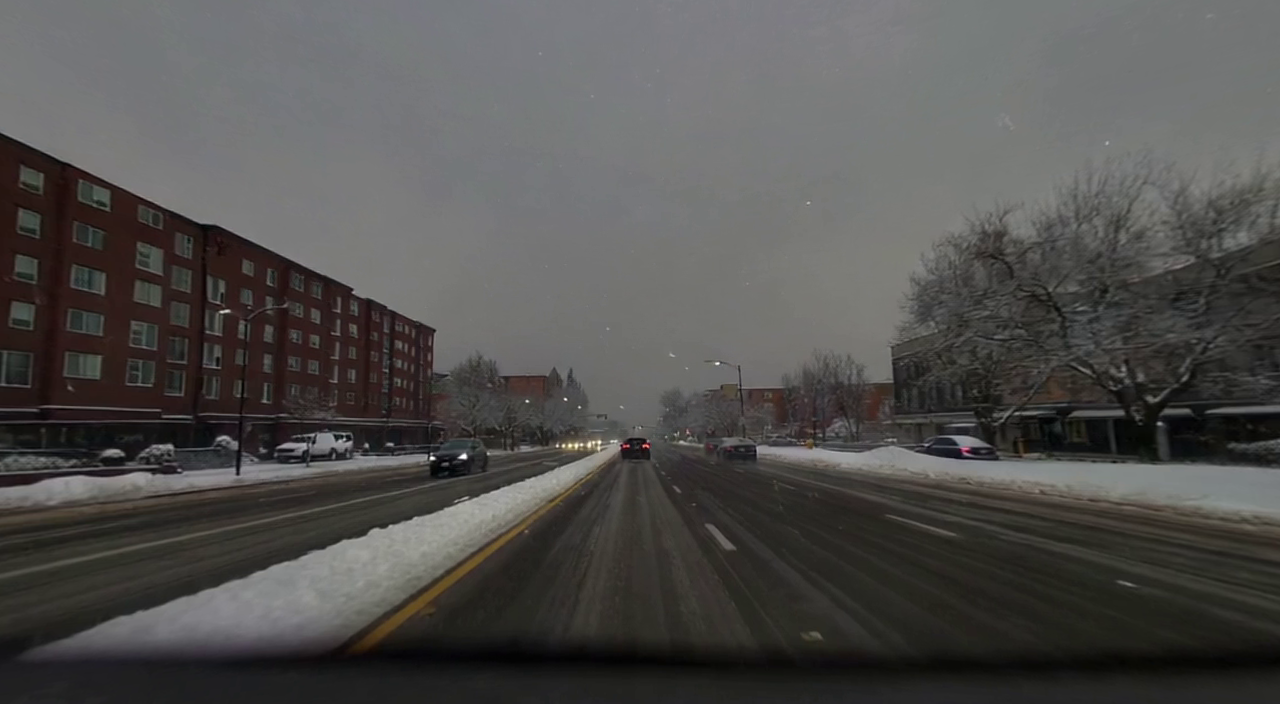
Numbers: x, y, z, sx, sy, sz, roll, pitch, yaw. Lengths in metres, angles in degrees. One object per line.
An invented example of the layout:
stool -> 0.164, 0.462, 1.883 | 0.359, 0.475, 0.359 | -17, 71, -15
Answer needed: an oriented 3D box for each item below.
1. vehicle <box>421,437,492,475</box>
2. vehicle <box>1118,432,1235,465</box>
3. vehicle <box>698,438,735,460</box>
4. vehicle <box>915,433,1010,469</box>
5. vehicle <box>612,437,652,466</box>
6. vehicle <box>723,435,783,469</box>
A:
vehicle -> -8.684, 4.973, 30.241 | 2.010, 1.674, 4.484 | 0, -8, 1
vehicle -> 27.158, 4.902, 32.097 | 2.138, 1.542, 4.671 | -1, -9, 5
vehicle -> 5.688, 7.245, 47.183 | 2.154, 1.554, 4.149 | 0, -8, -2
vehicle -> 14.996, 4.636, 29.586 | 2.025, 1.523, 4.581 | 0, -8, 0
vehicle -> -0.431, 5.577, 35.402 | 2.106, 1.553, 3.964 | 0, -8, 0
vehicle -> 5.685, 5.119, 32.352 | 2.121, 1.557, 4.898 | 0, -8, -1
